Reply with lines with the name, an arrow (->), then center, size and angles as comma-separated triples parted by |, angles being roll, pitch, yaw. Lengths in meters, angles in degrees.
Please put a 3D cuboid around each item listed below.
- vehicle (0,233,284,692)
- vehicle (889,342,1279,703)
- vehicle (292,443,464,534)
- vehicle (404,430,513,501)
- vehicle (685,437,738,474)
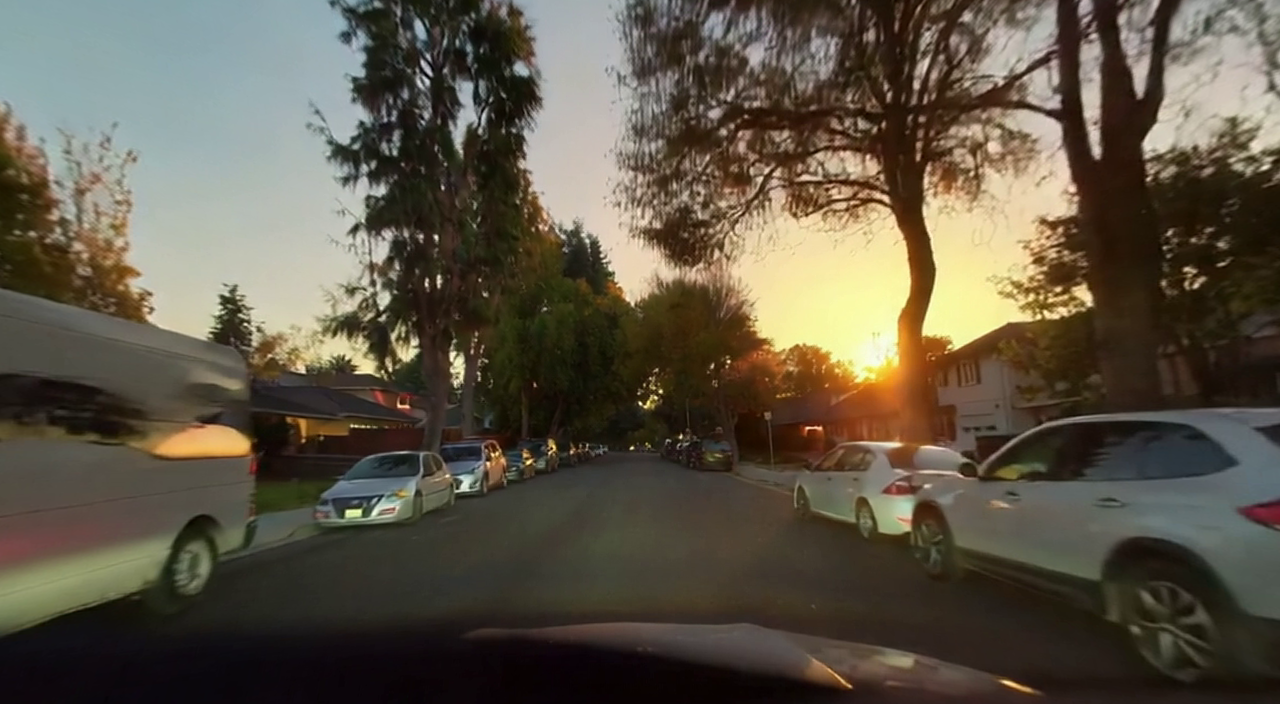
vehicle -> -4.936, 0.609, 3.428 | 2.330, 2.676, 6.346 | 0, -8, -1
vehicle -> 3.774, 1.100, 4.308 | 2.121, 1.778, 4.916 | 0, -9, 0
vehicle -> -4.981, 2.600, 12.793 | 1.901, 1.486, 4.422 | 1, -9, -5
vehicle -> -5.287, 3.353, 19.165 | 2.042, 1.850, 4.758 | 0, -8, -2
vehicle -> 3.505, 5.179, 31.915 | 1.994, 1.710, 4.699 | 0, -9, -1
